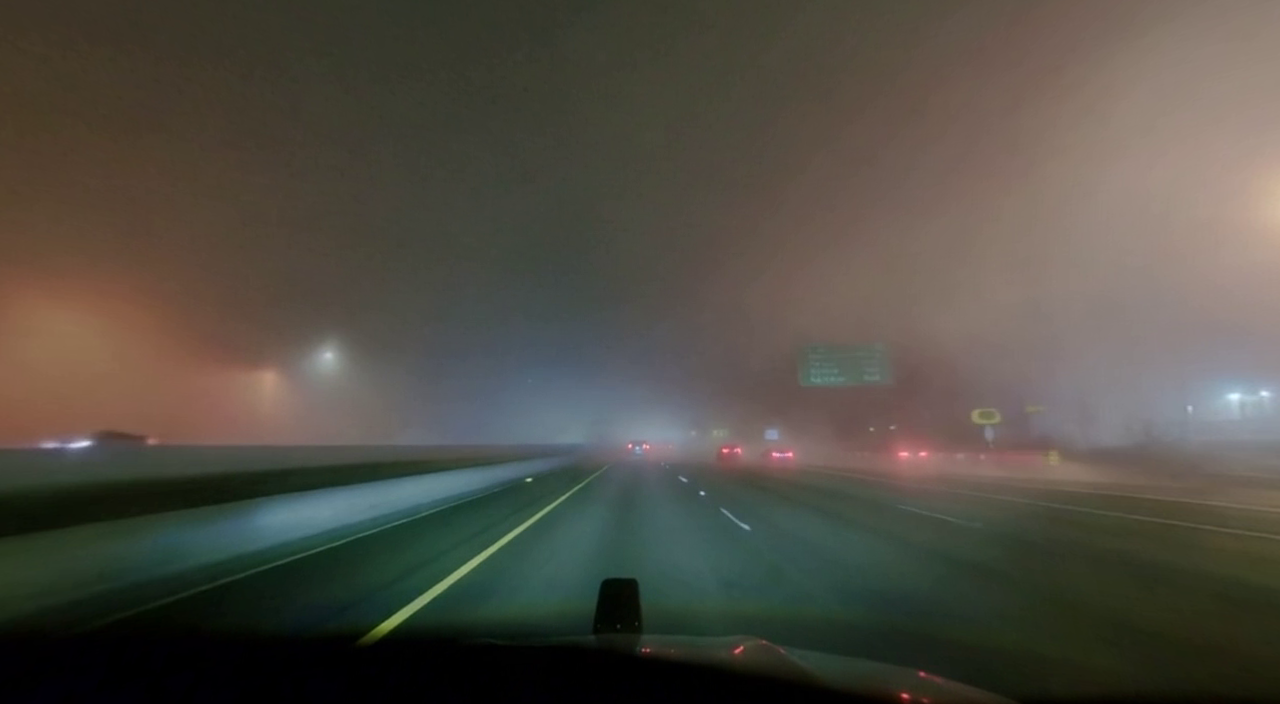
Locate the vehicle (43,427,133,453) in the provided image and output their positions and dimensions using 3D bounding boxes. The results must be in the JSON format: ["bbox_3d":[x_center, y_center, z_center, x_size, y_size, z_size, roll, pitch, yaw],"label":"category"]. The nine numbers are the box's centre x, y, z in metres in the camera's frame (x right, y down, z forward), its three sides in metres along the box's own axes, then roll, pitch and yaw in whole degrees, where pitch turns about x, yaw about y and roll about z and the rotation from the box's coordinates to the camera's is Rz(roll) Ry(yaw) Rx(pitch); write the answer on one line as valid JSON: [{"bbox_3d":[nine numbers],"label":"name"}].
[{"bbox_3d":[-33.358,5.336,38.168,1.724,1.453,4.075,0,-8,0],"label":"vehicle"}]
